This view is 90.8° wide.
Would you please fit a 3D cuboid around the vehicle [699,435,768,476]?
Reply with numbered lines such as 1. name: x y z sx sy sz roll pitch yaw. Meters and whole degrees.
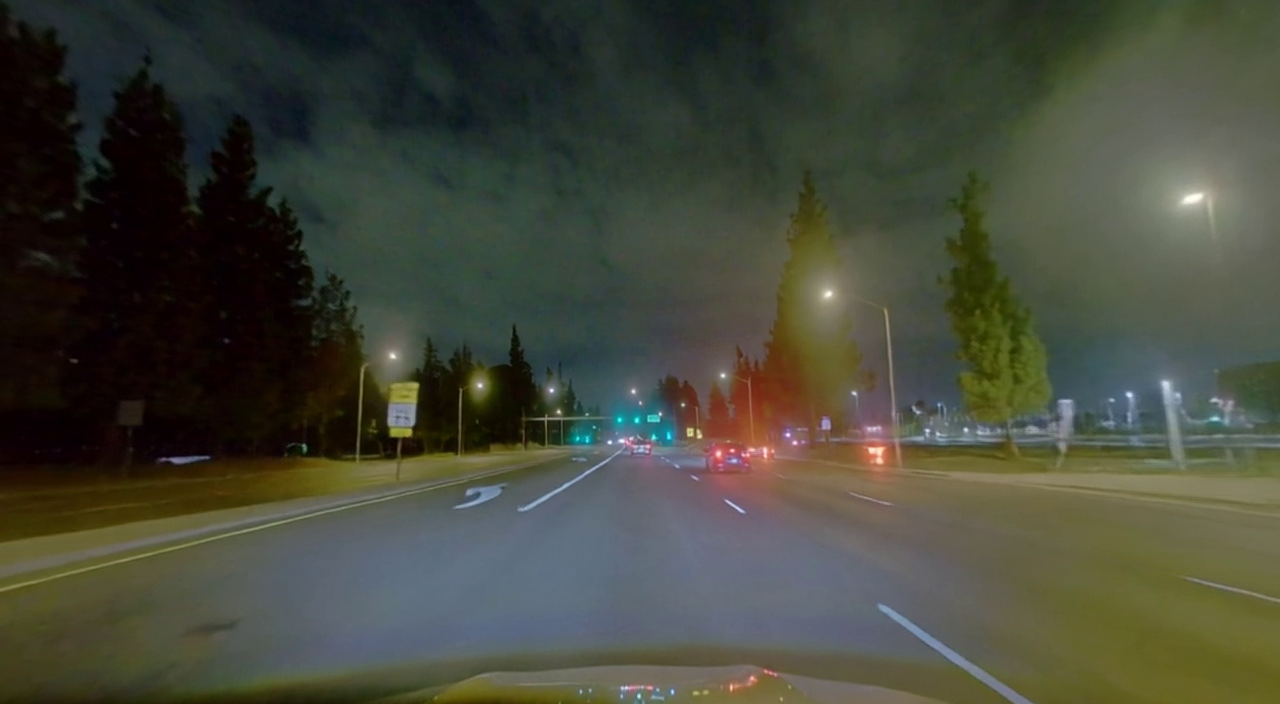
1. vehicle: 3.645 4.126 25.512 1.948 1.479 4.620 0 -8 -2

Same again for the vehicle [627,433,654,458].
1. vehicle: 0.030 7.086 47.989 1.988 1.800 4.322 0 -8 0
